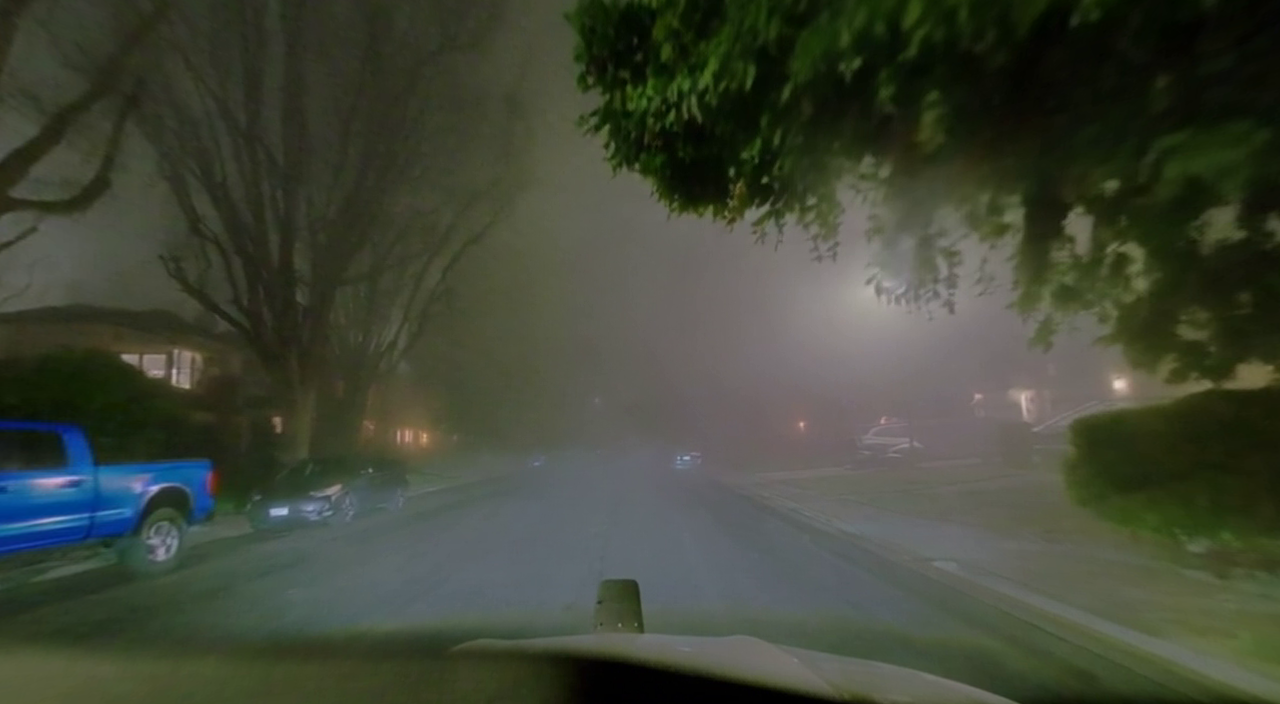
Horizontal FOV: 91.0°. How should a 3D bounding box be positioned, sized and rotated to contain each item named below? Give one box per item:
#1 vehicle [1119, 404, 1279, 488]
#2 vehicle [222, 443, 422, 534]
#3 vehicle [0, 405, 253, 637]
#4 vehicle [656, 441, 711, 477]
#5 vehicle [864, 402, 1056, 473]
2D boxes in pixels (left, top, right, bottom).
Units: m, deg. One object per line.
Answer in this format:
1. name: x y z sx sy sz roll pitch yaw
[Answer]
1. vehicle: 12.122 1.783 11.987 4.390 1.457 1.861 0 -9 2
2. vehicle: -6.518 2.805 13.646 1.995 1.608 4.596 0 -9 -1
3. vehicle: -6.580 1.514 5.862 2.329 1.947 5.455 0 -9 2
4. vehicle: 1.848 4.745 28.208 2.006 1.494 4.211 0 -9 -2
5. vehicle: 10.473 2.845 20.933 5.097 1.824 2.113 -4 -9 -1
